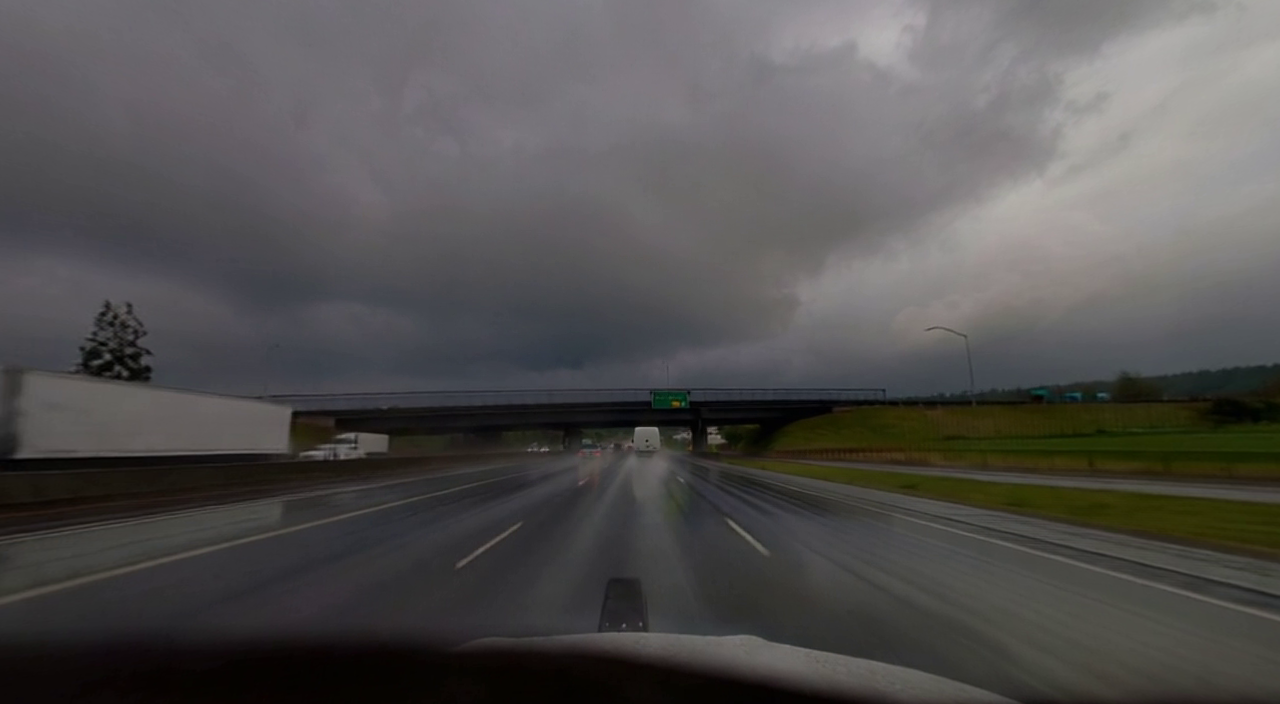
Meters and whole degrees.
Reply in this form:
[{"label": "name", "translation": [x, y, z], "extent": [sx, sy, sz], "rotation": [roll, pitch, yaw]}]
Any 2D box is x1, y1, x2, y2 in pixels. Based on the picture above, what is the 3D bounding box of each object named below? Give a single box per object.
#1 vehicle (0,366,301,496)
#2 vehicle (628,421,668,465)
[{"label": "vehicle", "translation": [-20.034, 3.409, 25.395], "extent": [3.423, 3.678, 16.963], "rotation": [0, -9, 0]}, {"label": "vehicle", "translation": [0.515, 7.076, 48.578], "extent": [2.790, 3.075, 7.414], "rotation": [0, -9, -1]}]
